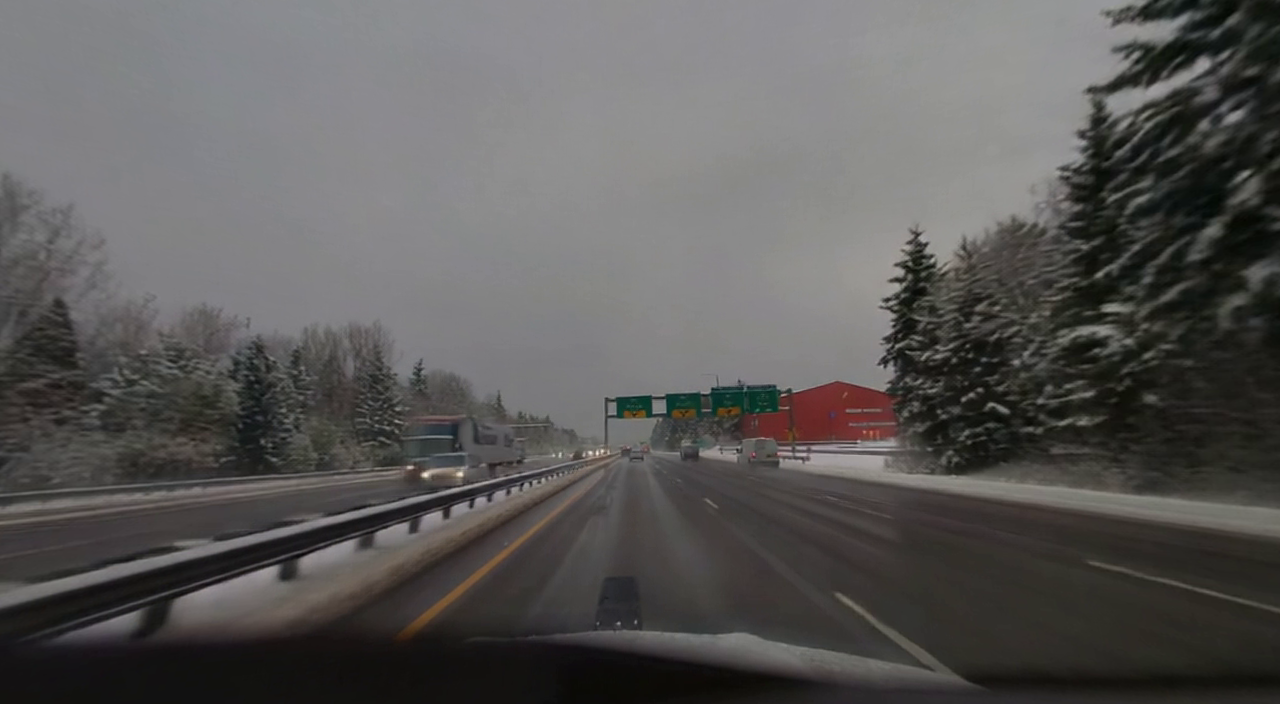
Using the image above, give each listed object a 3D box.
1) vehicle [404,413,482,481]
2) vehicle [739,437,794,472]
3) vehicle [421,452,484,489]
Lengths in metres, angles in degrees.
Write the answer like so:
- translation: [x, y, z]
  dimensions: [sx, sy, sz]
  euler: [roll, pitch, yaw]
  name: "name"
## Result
- translation: [-12.298, 6.029, 39.856]
  dimensions: [2.959, 3.982, 5.948]
  euler: [0, -9, 0]
  name: "vehicle"
- translation: [7.408, 6.068, 37.397]
  dimensions: [2.156, 1.943, 5.010]
  euler: [0, -9, -1]
  name: "vehicle"
- translation: [-7.970, 5.032, 27.062]
  dimensions: [1.721, 1.446, 3.630]
  euler: [0, -9, -2]
  name: "vehicle"
